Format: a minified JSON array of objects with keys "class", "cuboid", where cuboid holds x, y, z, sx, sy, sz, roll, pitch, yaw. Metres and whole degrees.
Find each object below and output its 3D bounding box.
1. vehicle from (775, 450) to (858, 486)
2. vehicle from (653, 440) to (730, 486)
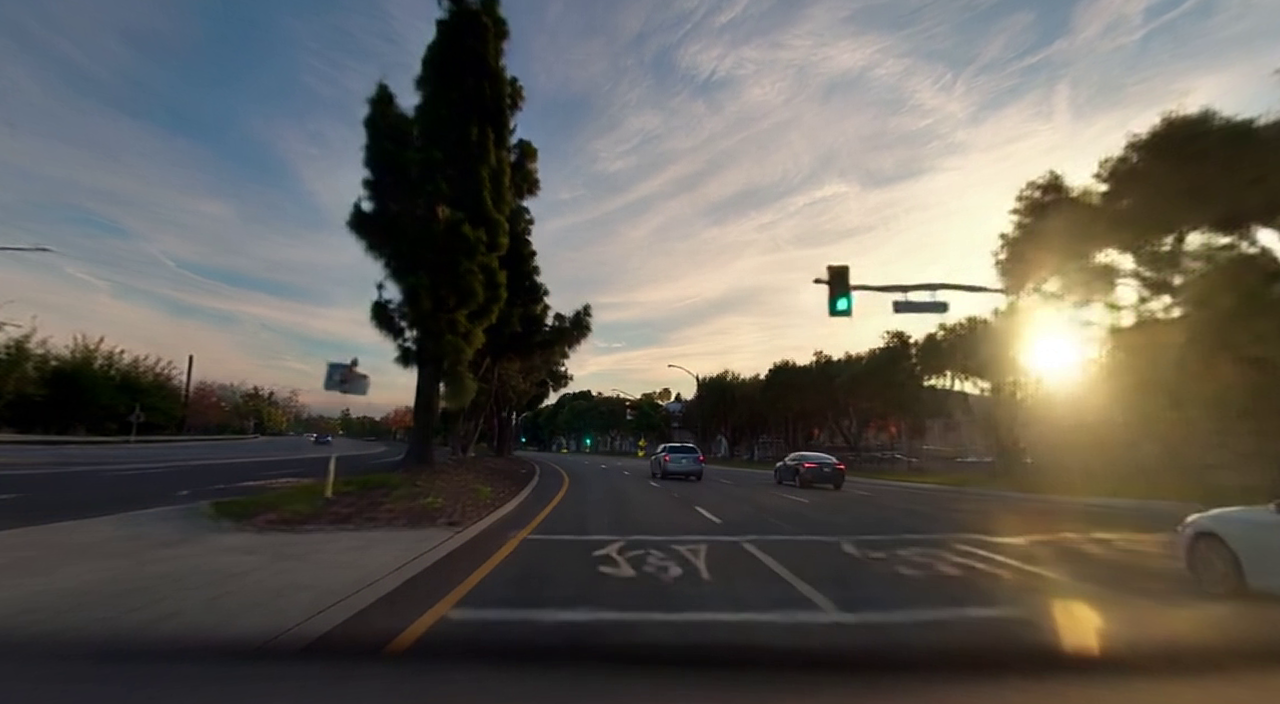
[{"class":"vehicle","cuboid":[7.978,5.268,29.069,1.940,1.460,4.652,1,-9,-8]},{"class":"vehicle","cuboid":[1.936,4.388,25.409,2.122,1.646,4.525,1,-9,-8]}]
